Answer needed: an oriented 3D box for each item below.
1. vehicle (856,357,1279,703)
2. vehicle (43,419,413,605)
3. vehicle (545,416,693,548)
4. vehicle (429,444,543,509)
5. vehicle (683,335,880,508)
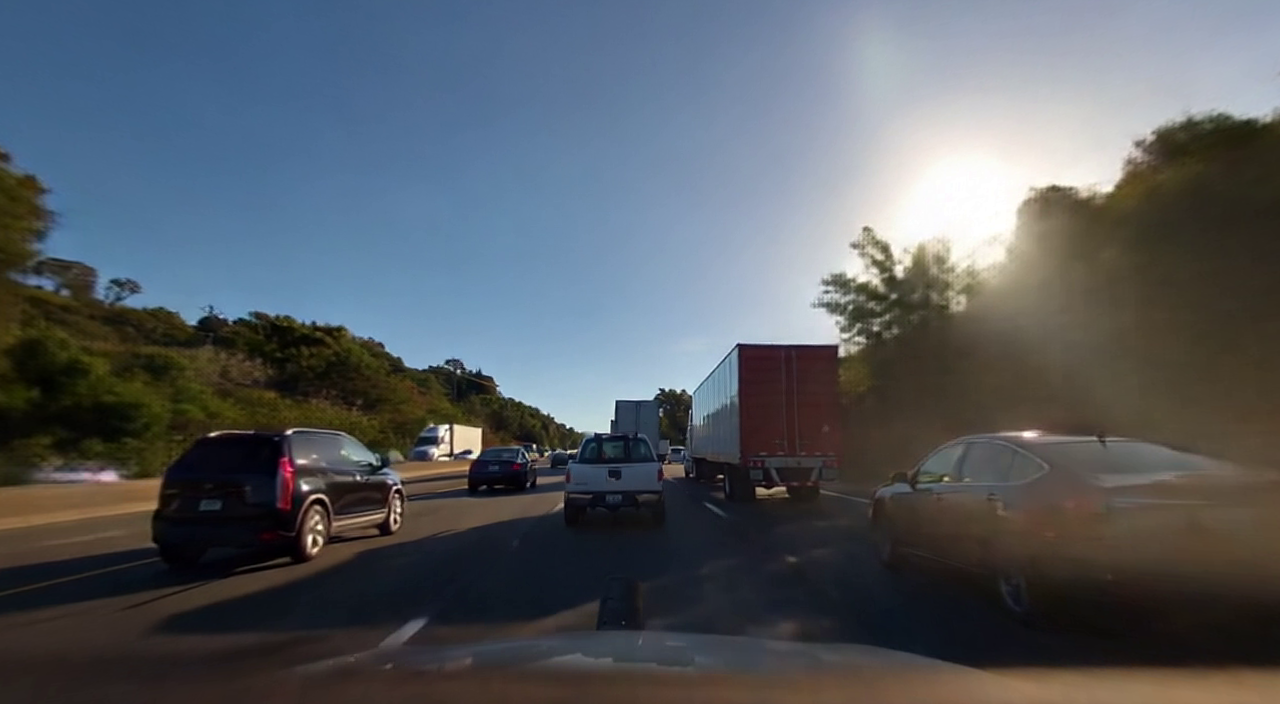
[{"bbox_3d":[3.667,1.250,5.212,2.076,1.751,4.666,0,-9,0],"label":"vehicle"},{"bbox_3d":[-4.332,1.710,7.532,1.789,1.620,3.841,0,-9,0],"label":"vehicle"},{"bbox_3d":[-0.306,2.126,10.863,2.037,1.792,4.194,0,-9,0],"label":"vehicle"},{"bbox_3d":[-3.958,3.271,16.989,1.923,1.503,4.293,0,-9,1],"label":"vehicle"},{"bbox_3d":[3.877,2.833,22.783,3.186,4.111,15.553,0,-9,-1],"label":"vehicle"}]
